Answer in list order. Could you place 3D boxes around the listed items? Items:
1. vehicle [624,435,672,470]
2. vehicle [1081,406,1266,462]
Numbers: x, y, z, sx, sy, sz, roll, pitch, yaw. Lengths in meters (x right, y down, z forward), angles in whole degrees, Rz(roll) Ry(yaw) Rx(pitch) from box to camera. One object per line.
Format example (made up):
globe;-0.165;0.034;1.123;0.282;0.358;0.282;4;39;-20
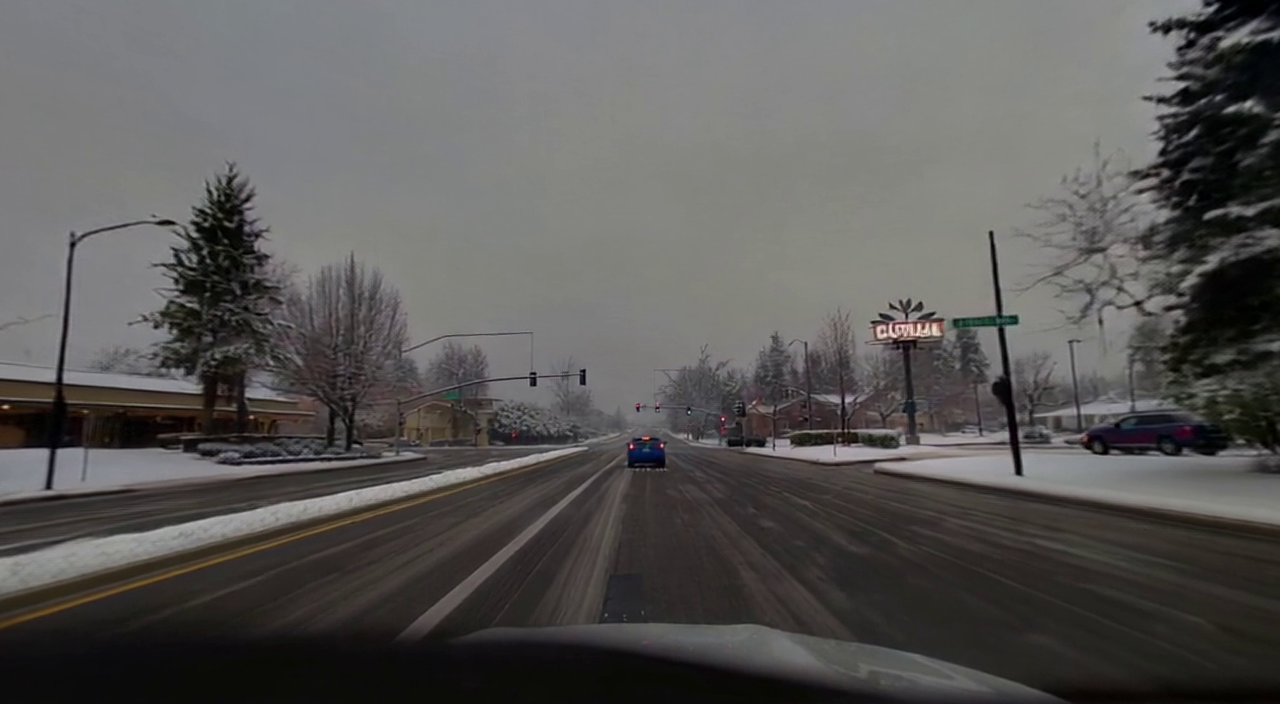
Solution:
vehicle;0.285;4.597;29.110;2.028;1.478;4.545;0;-8;-1
vehicle;23.355;3.711;28.176;2.647;2.185;6.556;-1;-8;2
